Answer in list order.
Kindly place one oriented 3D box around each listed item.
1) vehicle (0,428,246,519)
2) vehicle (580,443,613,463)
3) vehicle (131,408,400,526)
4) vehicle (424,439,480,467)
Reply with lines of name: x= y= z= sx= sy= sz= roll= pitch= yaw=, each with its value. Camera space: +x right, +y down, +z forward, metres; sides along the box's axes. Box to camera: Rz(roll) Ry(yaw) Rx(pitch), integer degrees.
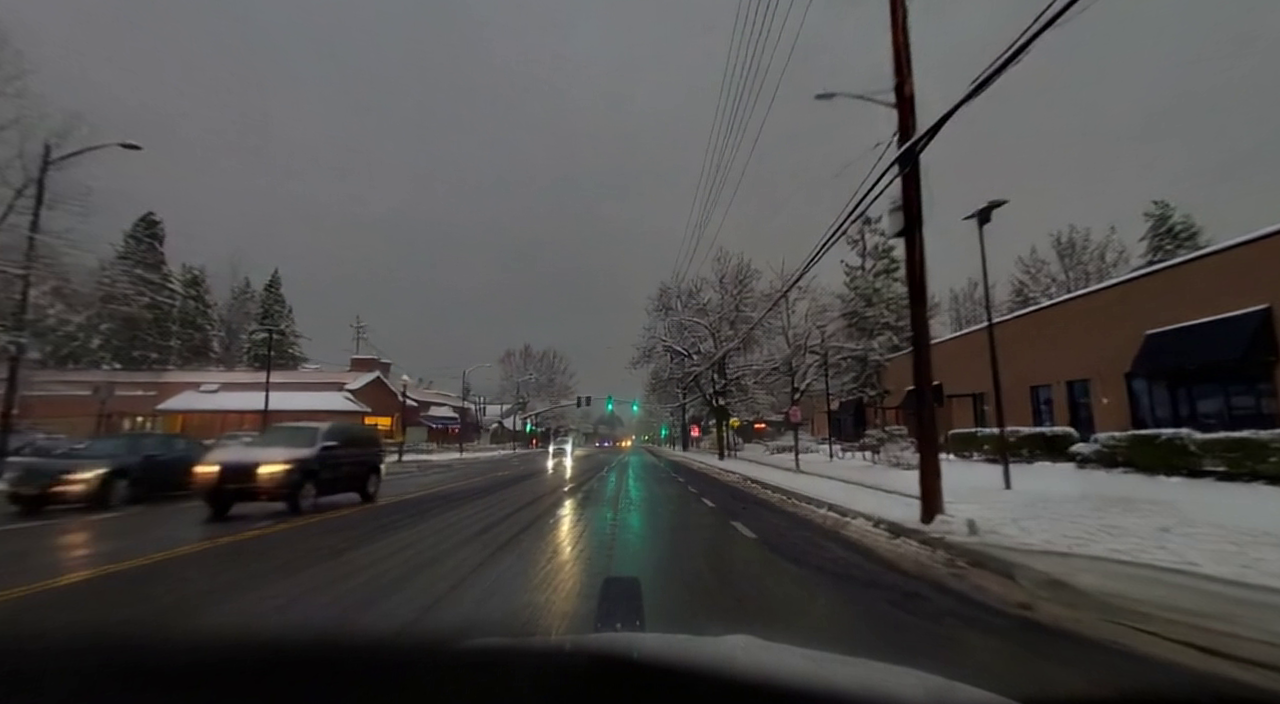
vehicle: x=-10.070 y=2.241 z=12.236 sx=2.012 sy=1.429 sz=4.462 roll=0 pitch=-8 yaw=0
vehicle: x=-3.219 y=7.588 z=47.719 sx=2.122 sy=1.469 sz=4.388 roll=0 pitch=-8 yaw=0
vehicle: x=-6.734 y=2.132 z=12.228 sx=2.322 sy=1.819 sz=4.651 roll=0 pitch=-8 yaw=0
vehicle: x=-10.488 y=5.678 z=35.584 sx=1.952 sy=1.422 sz=4.305 roll=-1 pitch=-8 yaw=-1
